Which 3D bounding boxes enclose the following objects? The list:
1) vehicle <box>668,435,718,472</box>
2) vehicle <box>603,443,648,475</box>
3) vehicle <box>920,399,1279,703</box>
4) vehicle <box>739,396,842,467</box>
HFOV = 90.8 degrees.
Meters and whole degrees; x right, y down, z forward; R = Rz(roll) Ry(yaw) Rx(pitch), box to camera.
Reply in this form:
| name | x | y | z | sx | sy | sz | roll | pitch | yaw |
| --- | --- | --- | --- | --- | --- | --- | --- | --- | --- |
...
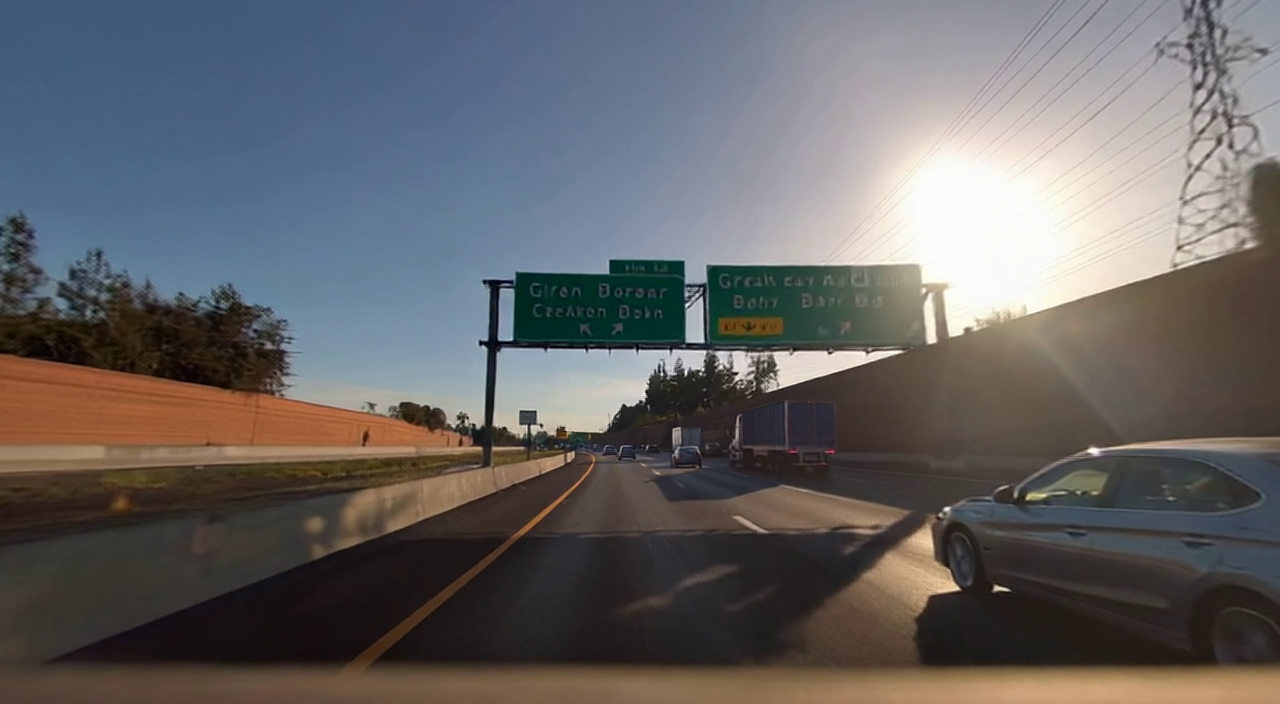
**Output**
| name | x | y | z | sx | sy | sz | roll | pitch | yaw |
| --- | --- | --- | --- | --- | --- | --- | --- | --- | --- |
| vehicle | 2.801 | 5.529 | 34.452 | 2.114 | 1.849 | 4.692 | 0 | -9 | -3 |
| vehicle | -0.732 | 5.293 | 31.483 | 2.083 | 1.477 | 3.965 | 0 | -9 | -2 |
| vehicle | 3.439 | 1.056 | 3.357 | 1.922 | 1.465 | 4.165 | 0 | -9 | -1 |
| vehicle | 9.986 | 5.785 | 44.653 | 2.914 | 4.134 | 15.553 | 0 | -9 | -2 |
